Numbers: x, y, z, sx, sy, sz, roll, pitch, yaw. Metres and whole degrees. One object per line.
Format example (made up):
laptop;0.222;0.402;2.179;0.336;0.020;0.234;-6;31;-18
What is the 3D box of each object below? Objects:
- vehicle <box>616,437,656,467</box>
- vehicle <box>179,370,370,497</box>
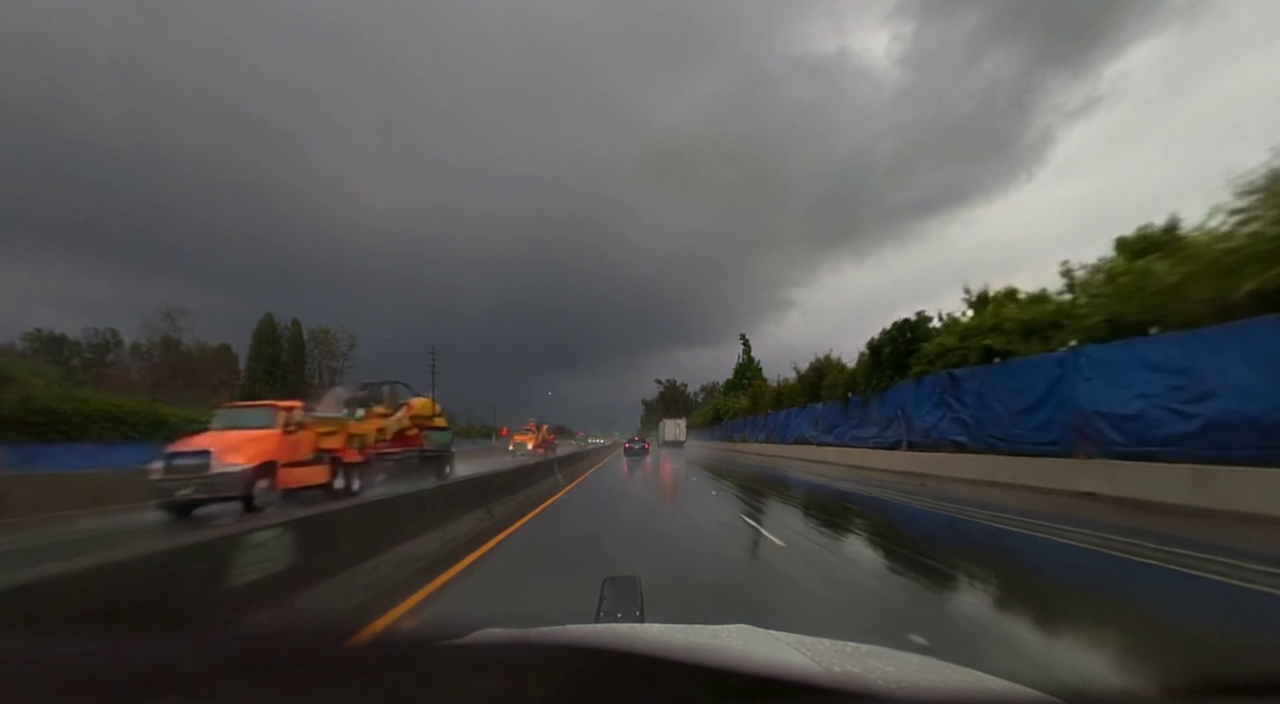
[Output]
vehicle;-0.185;5.305;33.651;2.004;1.472;4.075;0;-8;0
vehicle;-13.002;3.031;23.216;3.010;3.976;6.420;-1;-8;1
